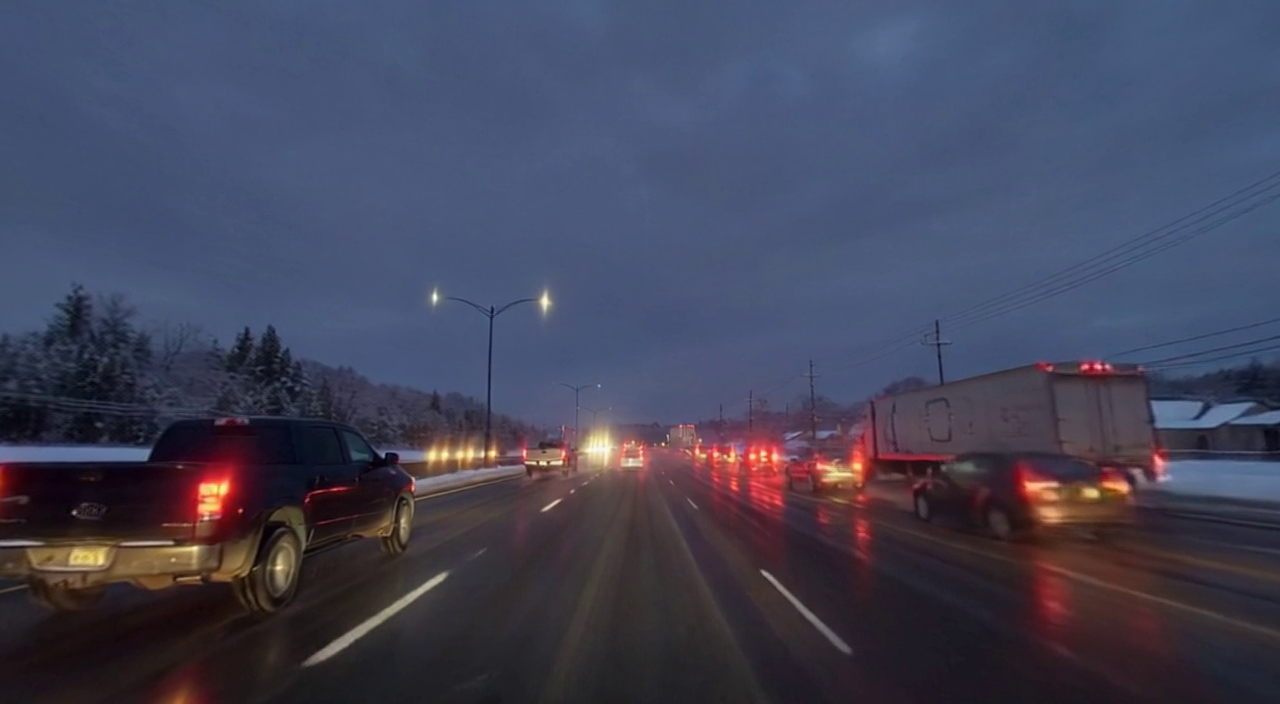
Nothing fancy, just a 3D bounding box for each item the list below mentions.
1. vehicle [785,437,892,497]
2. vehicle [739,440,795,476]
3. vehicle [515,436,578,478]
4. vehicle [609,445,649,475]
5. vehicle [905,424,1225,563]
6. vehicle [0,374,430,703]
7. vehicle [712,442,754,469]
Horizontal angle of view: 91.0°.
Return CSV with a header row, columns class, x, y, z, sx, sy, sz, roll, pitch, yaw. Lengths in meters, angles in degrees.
class,x,y,z,sx,sy,sz,roll,pitch,yaw
vehicle,6.004,3.522,19.601,1.989,1.642,4.082,0,-9,0
vehicle,6.384,5.377,32.144,1.977,1.705,4.078,0,-9,0
vehicle,-4.323,4.940,29.912,2.147,1.825,4.602,0,-9,1
vehicle,-0.586,5.913,34.651,2.060,1.508,4.308,0,-9,0
vehicle,5.836,1.961,9.479,1.956,1.576,4.211,0,-9,2
vehicle,-3.678,1.286,5.486,2.127,1.705,4.374,0,-9,1
vehicle,6.393,7.152,43.768,2.086,1.783,4.868,0,-9,-1
